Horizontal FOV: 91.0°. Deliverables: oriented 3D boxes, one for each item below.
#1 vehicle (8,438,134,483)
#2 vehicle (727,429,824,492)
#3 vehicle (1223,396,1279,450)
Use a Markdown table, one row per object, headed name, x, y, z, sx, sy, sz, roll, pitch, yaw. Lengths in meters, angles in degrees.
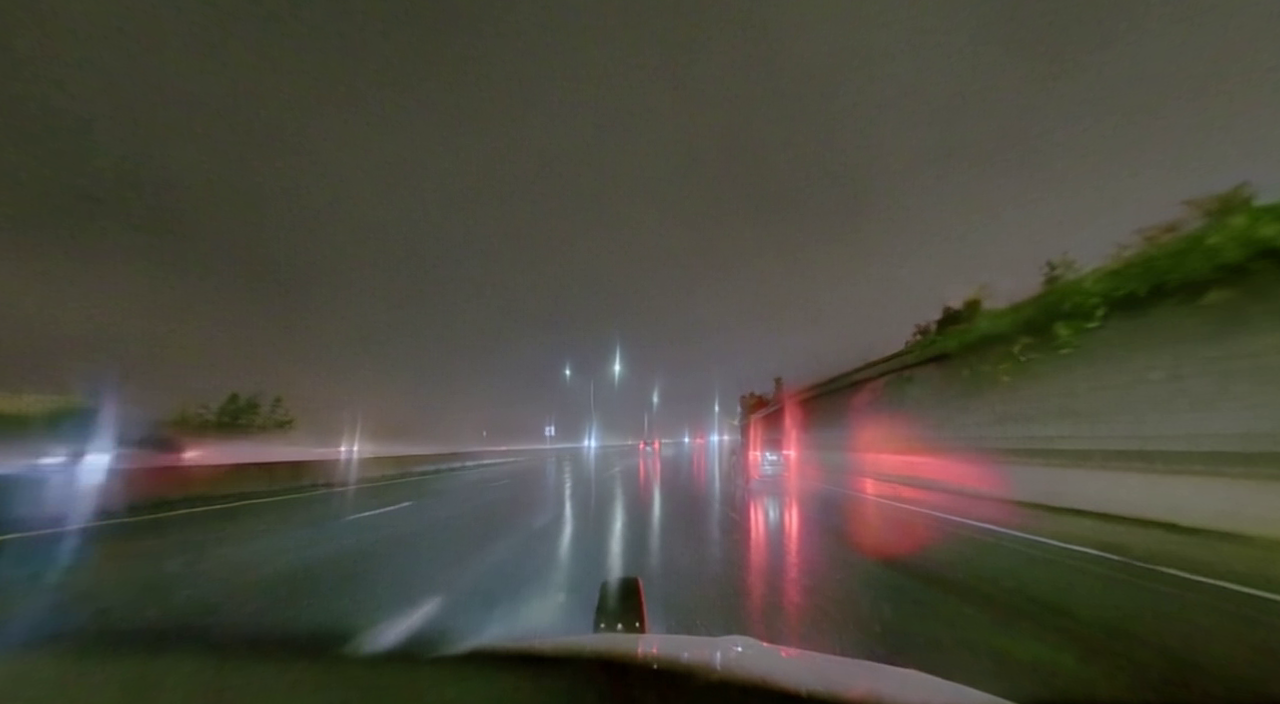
| name | x | y | z | sx | sy | sz | roll | pitch | yaw |
| --- | --- | --- | --- | --- | --- | --- | --- | --- | --- |
| vehicle | -20.322 | 3.855 | 22.640 | 1.474 | 1.362 | 3.303 | -5 | -8 | 0 |
| vehicle | 4.041 | 3.315 | 19.540 | 2.090 | 1.715 | 4.228 | 0 | -9 | 1 |
| vehicle | 33.274 | 3.870 | 33.595 | 2.478 | 2.614 | 6.965 | -7 | -11 | 38 |
